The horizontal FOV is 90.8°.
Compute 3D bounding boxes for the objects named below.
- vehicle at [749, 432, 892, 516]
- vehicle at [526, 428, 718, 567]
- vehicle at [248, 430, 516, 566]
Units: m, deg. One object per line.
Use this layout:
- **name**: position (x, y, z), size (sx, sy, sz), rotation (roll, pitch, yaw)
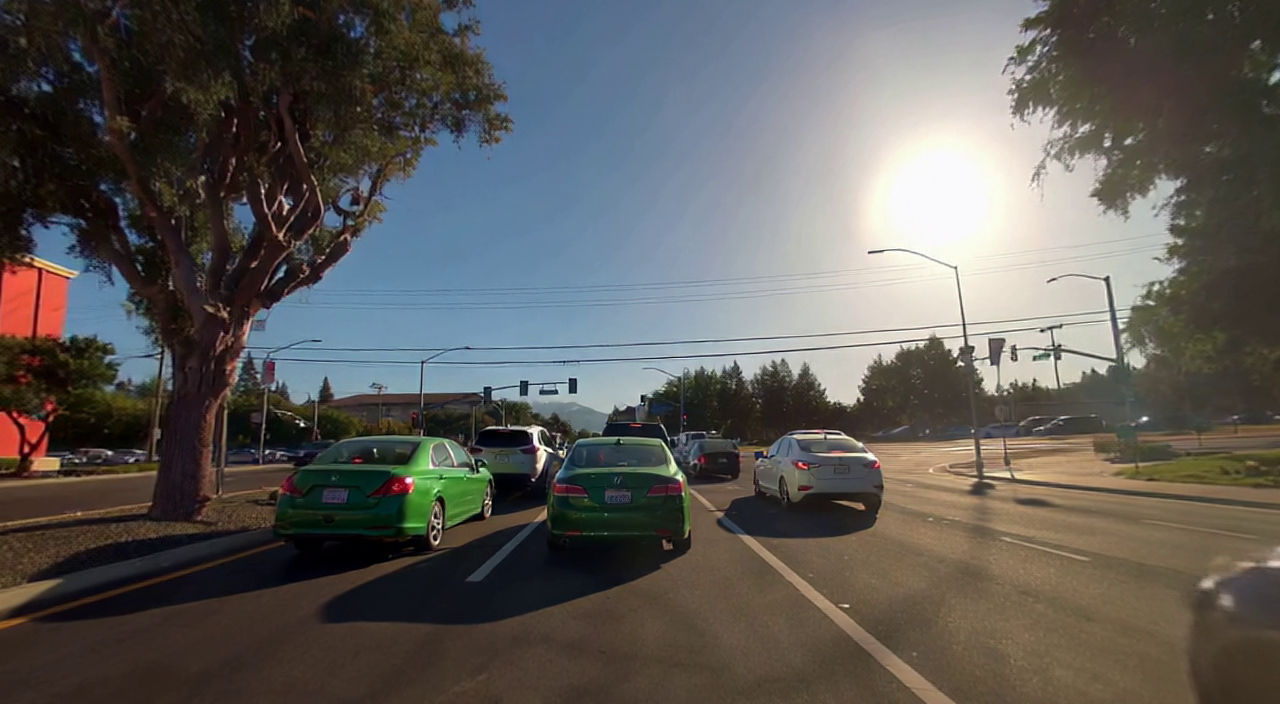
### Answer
- **vehicle**: position (3.553, 2.470, 13.271), size (1.880, 1.476, 3.932), rotation (0, -8, 1)
- **vehicle**: position (-0.201, 1.835, 8.707), size (2.041, 1.450, 3.847), rotation (0, -8, 0)
- **vehicle**: position (-3.203, 1.886, 8.940), size (1.917, 1.441, 4.128), rotation (-1, -8, 2)
